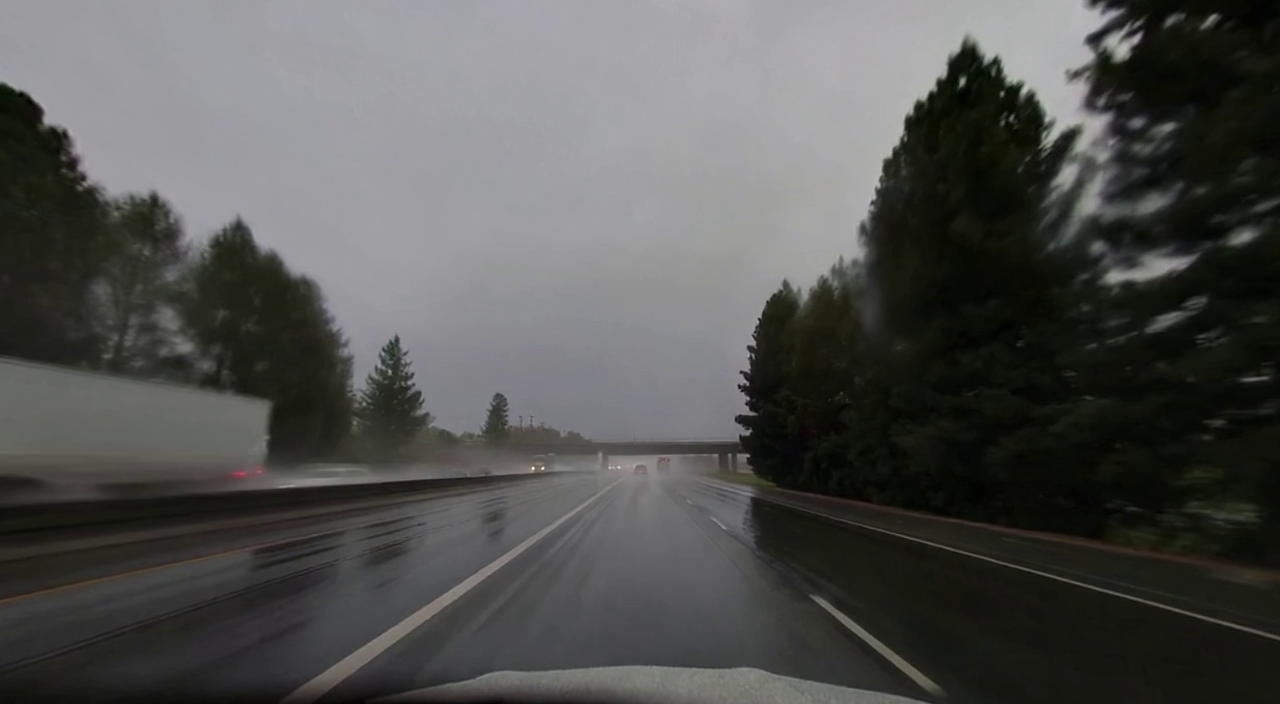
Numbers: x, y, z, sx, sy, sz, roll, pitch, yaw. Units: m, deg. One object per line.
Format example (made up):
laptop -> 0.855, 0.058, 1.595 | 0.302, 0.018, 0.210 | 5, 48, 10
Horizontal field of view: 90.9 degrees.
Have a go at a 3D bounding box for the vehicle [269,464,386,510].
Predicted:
vehicle -> -11.423, 4.969, 23.462 | 1.967, 1.477, 4.585 | 1, -10, 0

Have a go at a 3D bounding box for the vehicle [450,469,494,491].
vehicle -> -11.882, 9.098, 44.873 | 1.872, 1.435, 4.267 | 1, -11, 1

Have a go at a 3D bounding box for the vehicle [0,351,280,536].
vehicle -> -15.879, 2.714, 17.805 | 2.910, 4.087, 14.268 | 1, -10, 0
